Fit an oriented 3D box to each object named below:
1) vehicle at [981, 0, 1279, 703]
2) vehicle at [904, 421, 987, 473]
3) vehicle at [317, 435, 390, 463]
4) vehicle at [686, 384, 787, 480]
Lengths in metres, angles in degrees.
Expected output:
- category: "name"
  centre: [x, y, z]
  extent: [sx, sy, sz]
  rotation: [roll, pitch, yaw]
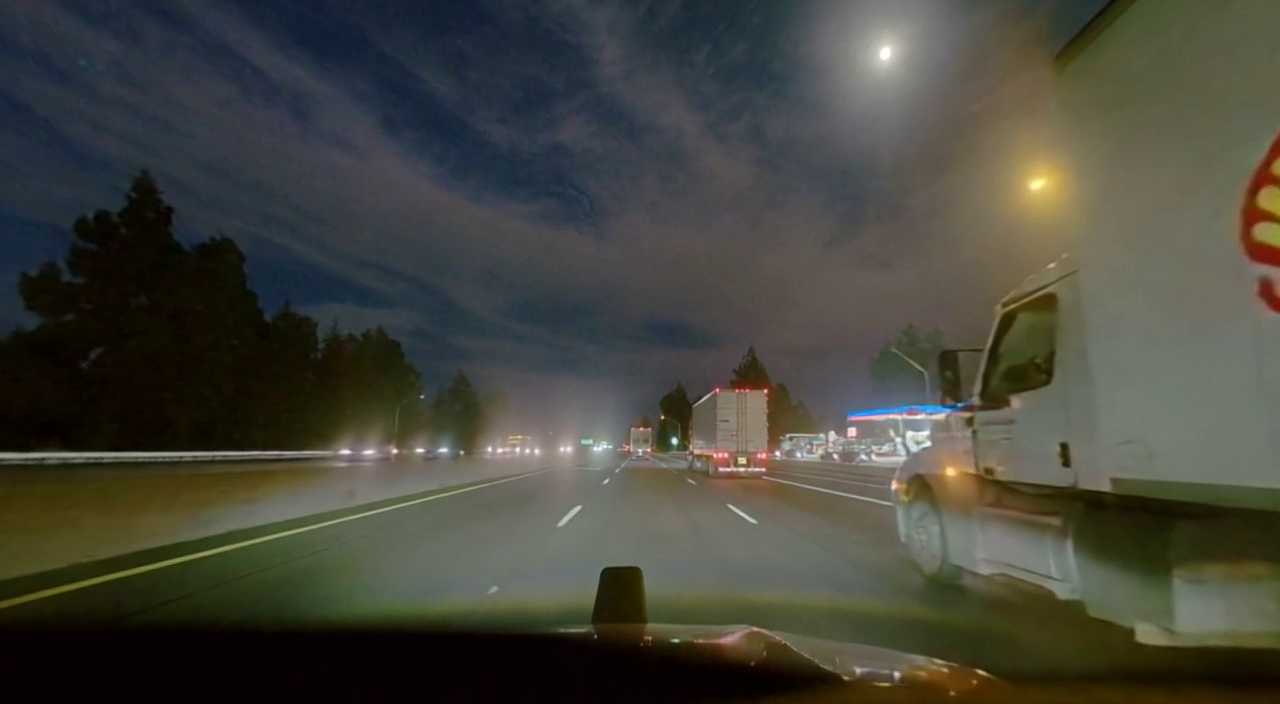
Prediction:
- category: "vehicle"
  centre: [4.045, -0.319, 1.447]
  extent: [3.007, 3.965, 5.971]
  rotation: [0, -9, 0]
- category: "vehicle"
  centre: [23.092, 7.256, 48.066]
  extent: [3.014, 3.704, 5.917]
  rotation: [1, -9, -3]
- category: "vehicle"
  centre: [-15.850, 5.402, 35.154]
  extent: [1.902, 1.474, 4.646]
  rotation: [0, -9, 0]
- category: "vehicle"
  centre: [4.542, 4.417, 33.544]
  extent: [2.881, 3.995, 14.382]
  rotation: [0, -9, -1]
